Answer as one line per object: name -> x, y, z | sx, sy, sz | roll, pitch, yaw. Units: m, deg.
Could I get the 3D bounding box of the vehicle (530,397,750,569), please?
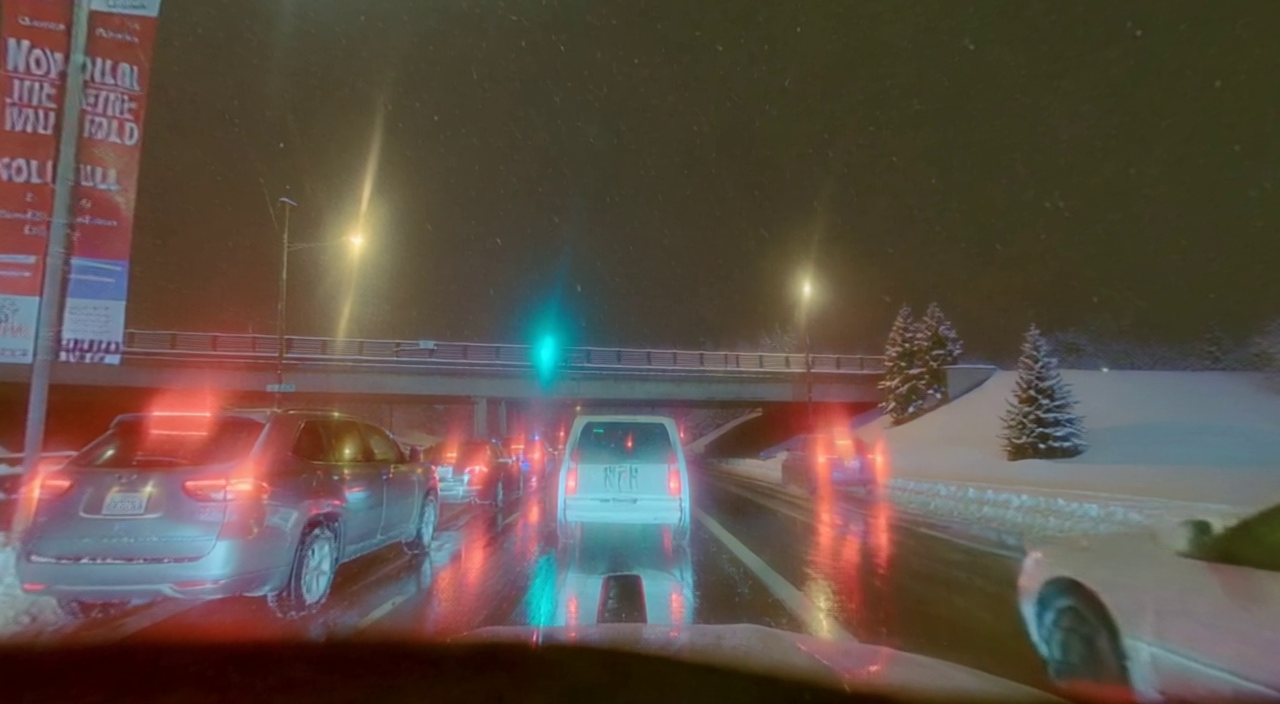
vehicle -> -0.084, 1.765, 9.210 | 2.409, 1.864, 4.471 | 0, -9, -2

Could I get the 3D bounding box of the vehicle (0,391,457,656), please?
vehicle -> -3.502, 1.431, 6.279 | 2.039, 1.709, 4.265 | 0, -9, 0

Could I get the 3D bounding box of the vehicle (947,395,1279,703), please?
vehicle -> 2.984, 0.784, 1.282 | 2.228, 1.472, 4.939 | 0, -9, 0

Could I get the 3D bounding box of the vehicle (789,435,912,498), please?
vehicle -> 6.420, 3.527, 19.827 | 2.191, 1.730, 4.658 | 0, -9, -1

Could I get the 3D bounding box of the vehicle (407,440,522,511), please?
vehicle -> -4.154, 2.946, 15.426 | 1.797, 1.505, 3.506 | 0, -9, 0
